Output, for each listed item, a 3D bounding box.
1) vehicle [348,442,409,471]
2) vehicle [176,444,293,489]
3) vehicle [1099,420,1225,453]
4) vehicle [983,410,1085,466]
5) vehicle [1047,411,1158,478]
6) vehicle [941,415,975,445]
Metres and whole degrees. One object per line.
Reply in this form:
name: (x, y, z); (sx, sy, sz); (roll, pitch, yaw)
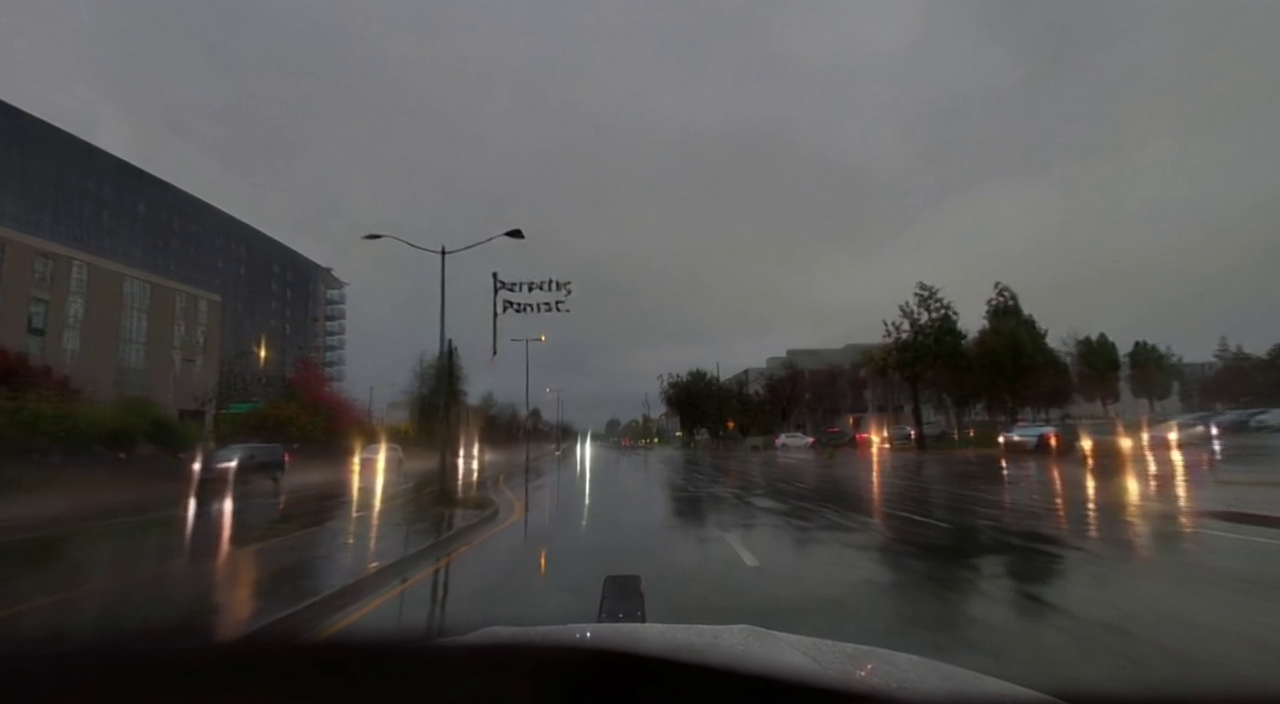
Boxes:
vehicle: (-18.422, 7.330, 44.702); (2.284, 1.801, 4.822); (-3, -8, 0)
vehicle: (-18.263, 5.131, 28.809); (2.041, 1.826, 4.878); (-1, -8, 1)
vehicle: (31.547, 5.106, 38.275); (5.509, 1.904, 2.614); (0, -8, -6)
vehicle: (21.908, 4.722, 35.073); (5.332, 2.719, 2.336); (1, -8, -31)
vehicle: (17.177, 3.407, 23.656); (1.686, 2.284, 3.164); (-1, -7, 1)
vehicle: (24.980, 6.138, 49.742); (1.246, 2.287, 2.709); (-1, -8, 2)
